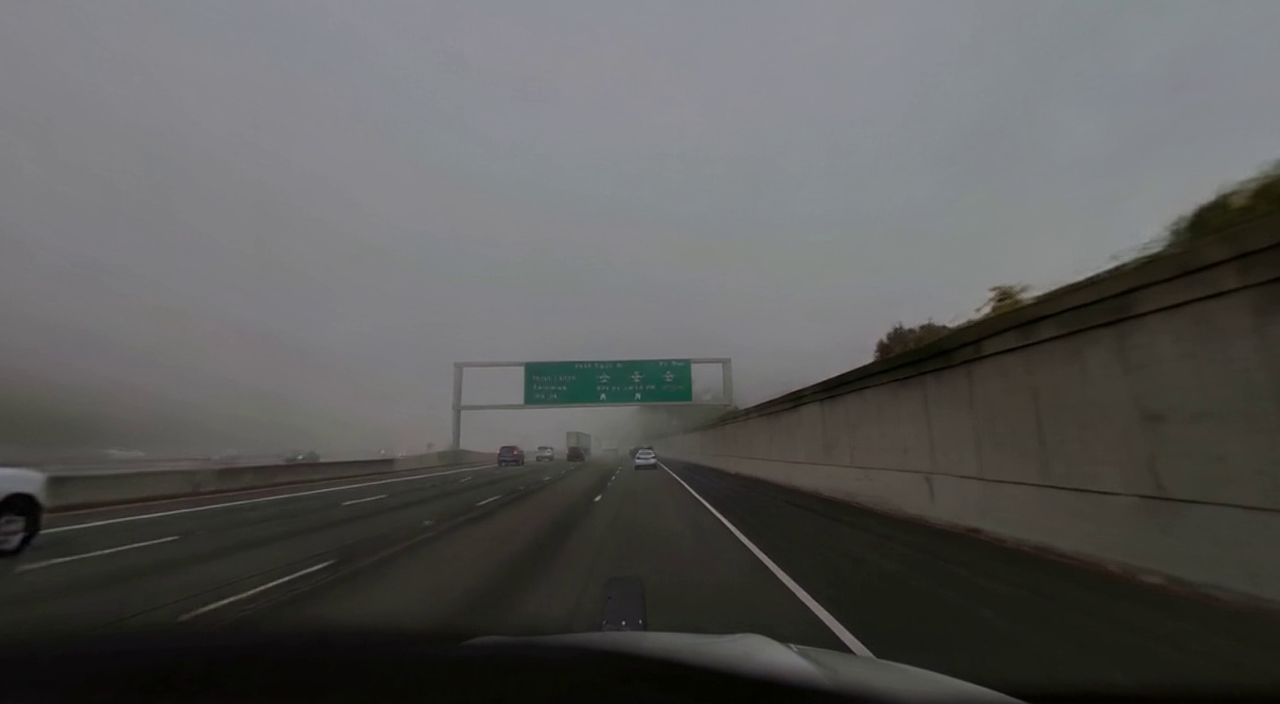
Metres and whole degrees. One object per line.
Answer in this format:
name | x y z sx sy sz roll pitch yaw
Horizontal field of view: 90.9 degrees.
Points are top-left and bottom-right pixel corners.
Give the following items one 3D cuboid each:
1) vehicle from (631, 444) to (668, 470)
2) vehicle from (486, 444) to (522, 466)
vehicle | 0.561 6.479 39.064 2.137 1.461 3.999 -1 -8 0
vehicle | -10.335 7.829 48.182 1.954 1.605 4.023 0 -8 -1
